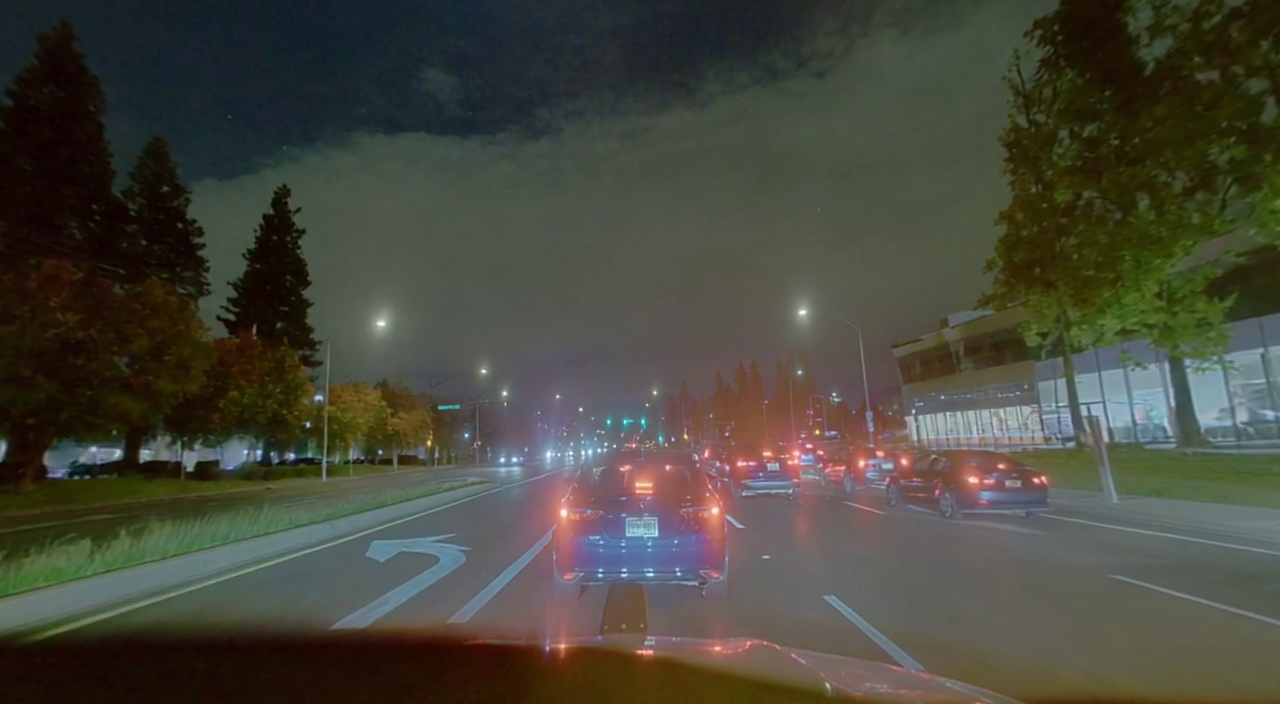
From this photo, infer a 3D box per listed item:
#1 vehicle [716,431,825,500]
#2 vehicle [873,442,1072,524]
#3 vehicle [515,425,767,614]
[{"bbox_3d":[3.608,3.229,18.403,2.114,1.736,4.553,0,-8,-1],"label":"vehicle"},{"bbox_3d":[6.864,2.699,13.688,1.911,1.468,4.417,0,-8,0],"label":"vehicle"},{"bbox_3d":[-0.026,1.644,7.210,1.977,1.465,4.376,0,-8,-1],"label":"vehicle"}]
